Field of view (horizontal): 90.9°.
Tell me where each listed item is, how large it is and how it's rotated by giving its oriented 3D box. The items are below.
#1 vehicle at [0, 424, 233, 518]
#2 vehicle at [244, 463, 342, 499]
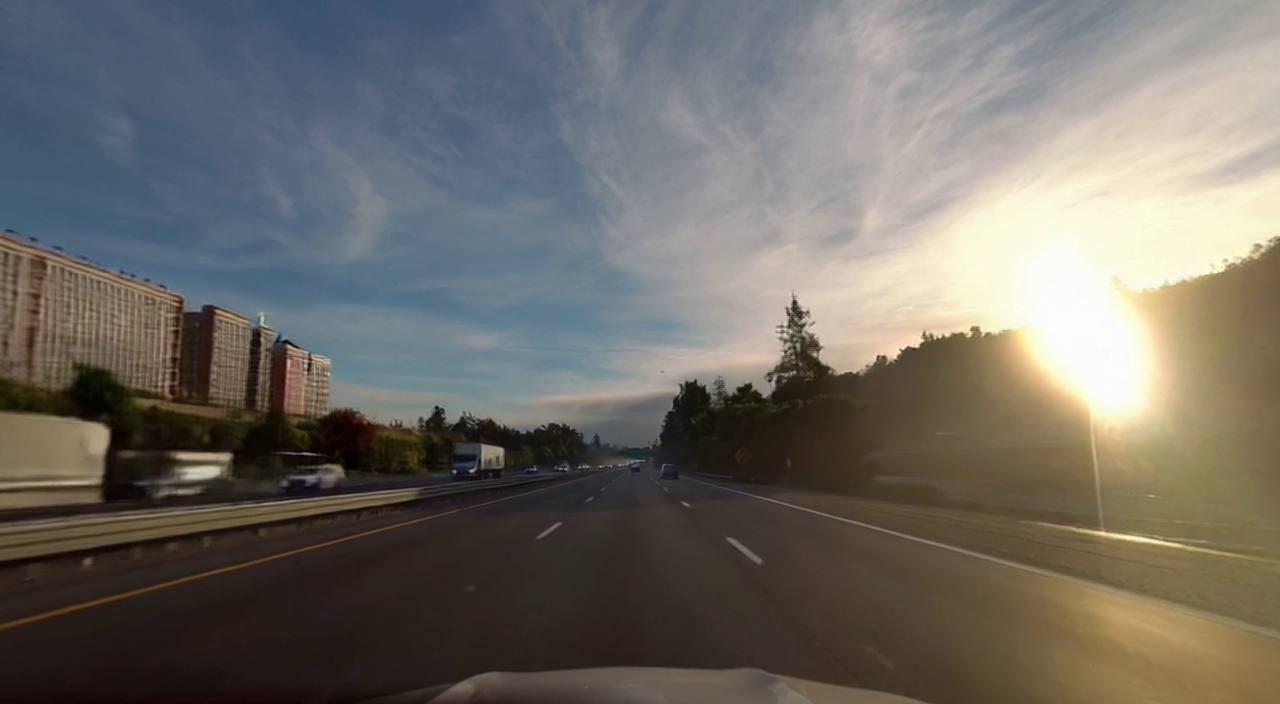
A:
[{"bbox_3d":[-20.092,4.649,24.785,2.847,3.022,7.806,1,-10,0],"label":"vehicle"},{"bbox_3d":[-16.005,5.973,29.380,1.943,1.513,4.560,1,-10,0],"label":"vehicle"}]
